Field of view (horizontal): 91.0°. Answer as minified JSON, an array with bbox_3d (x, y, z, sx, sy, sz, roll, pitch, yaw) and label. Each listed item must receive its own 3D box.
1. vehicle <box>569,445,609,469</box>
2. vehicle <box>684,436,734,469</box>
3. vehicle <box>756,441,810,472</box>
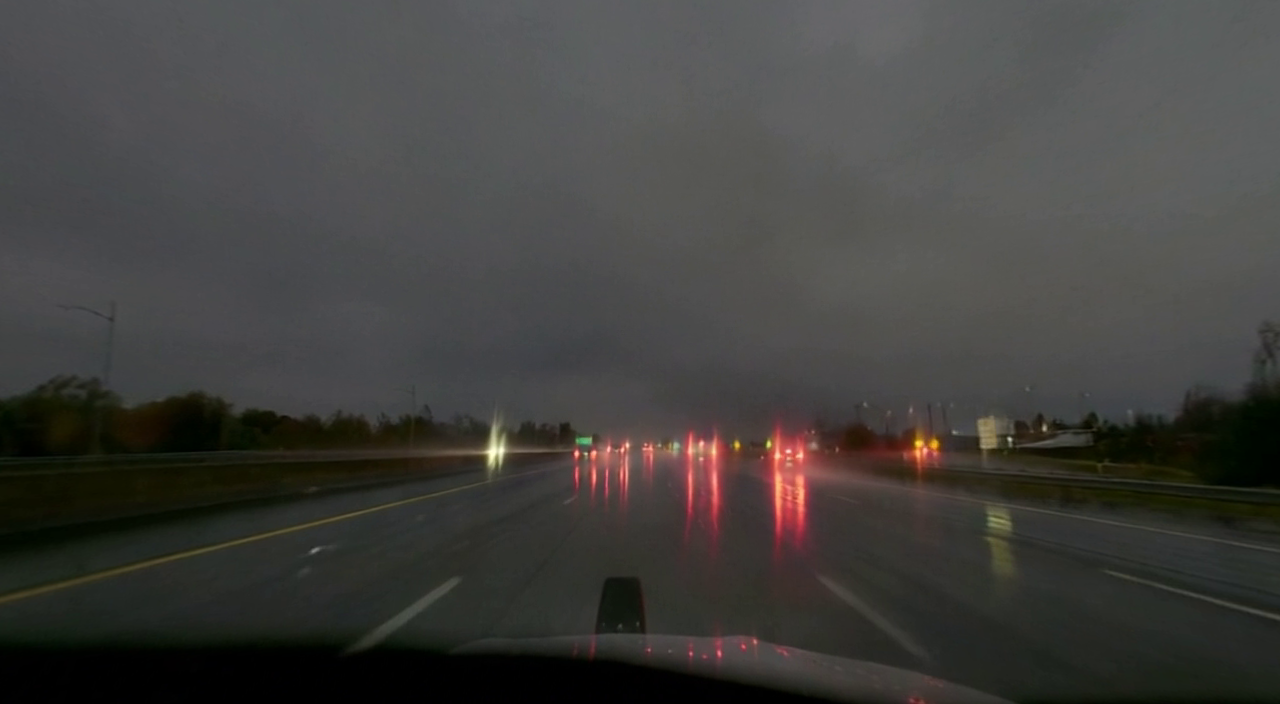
[{"bbox_3d":[-3.312,6.920,41.717,2.164,1.507,4.748,0,-9,1],"label":"vehicle"},{"bbox_3d":[4.457,6.675,41.944,2.770,1.990,5.755,0,-9,1],"label":"vehicle"},{"bbox_3d":[8.381,6.184,37.414,2.188,1.727,4.381,0,-9,0],"label":"vehicle"}]
